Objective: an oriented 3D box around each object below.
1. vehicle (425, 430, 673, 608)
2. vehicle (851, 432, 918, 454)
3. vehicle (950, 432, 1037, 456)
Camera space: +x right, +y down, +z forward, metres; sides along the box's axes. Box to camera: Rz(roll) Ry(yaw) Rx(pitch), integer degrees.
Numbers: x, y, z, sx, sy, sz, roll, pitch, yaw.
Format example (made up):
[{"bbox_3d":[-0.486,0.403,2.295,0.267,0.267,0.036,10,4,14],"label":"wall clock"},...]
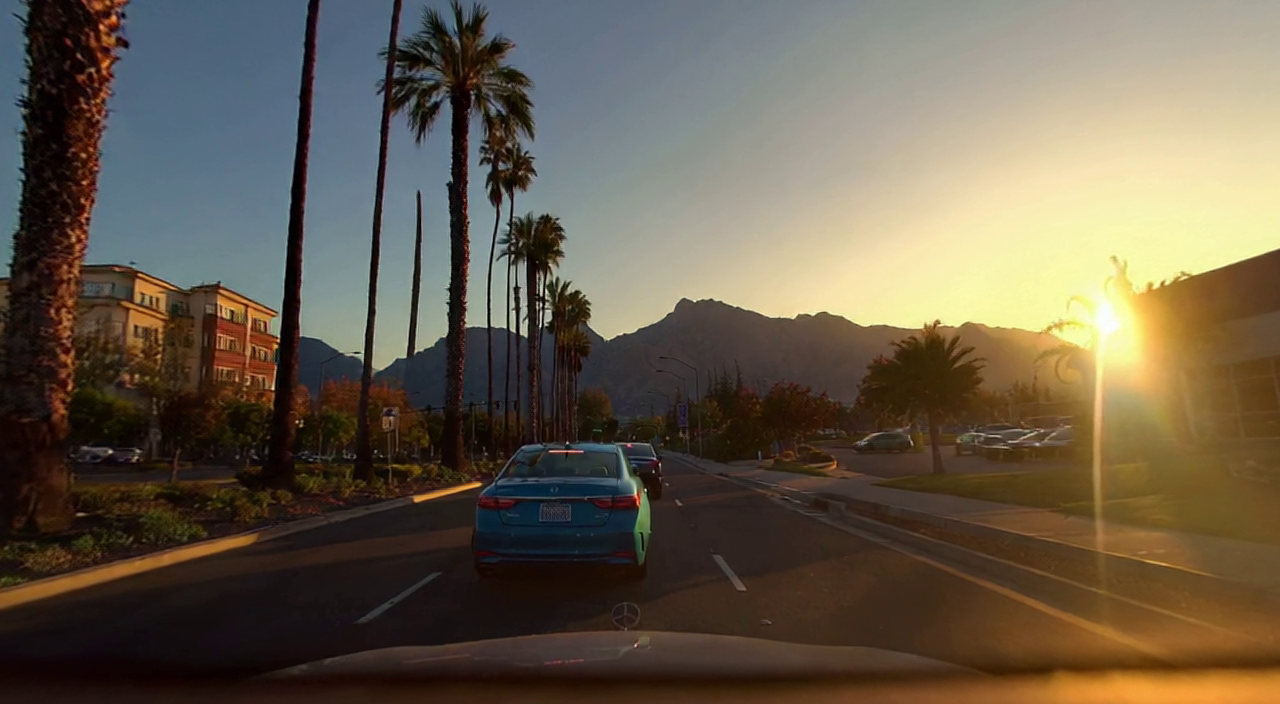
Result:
[{"bbox_3d":[-0.829,1.686,7.307,2.067,1.459,3.886,0,-8,-2],"label":"vehicle"},{"bbox_3d":[19.208,7.198,49.801,1.925,1.652,4.490,6,-10,-34],"label":"vehicle"},{"bbox_3d":[23.677,6.187,42.389,4.640,1.526,1.961,0,-8,-4],"label":"vehicle"}]
